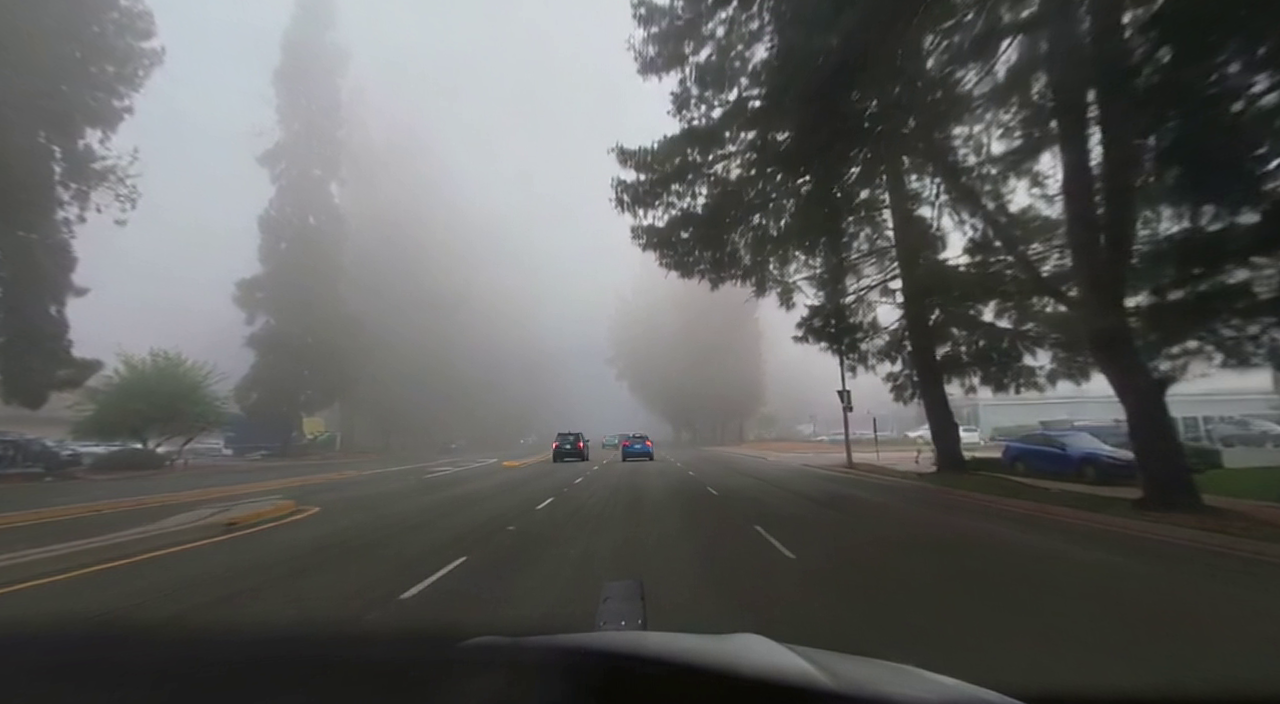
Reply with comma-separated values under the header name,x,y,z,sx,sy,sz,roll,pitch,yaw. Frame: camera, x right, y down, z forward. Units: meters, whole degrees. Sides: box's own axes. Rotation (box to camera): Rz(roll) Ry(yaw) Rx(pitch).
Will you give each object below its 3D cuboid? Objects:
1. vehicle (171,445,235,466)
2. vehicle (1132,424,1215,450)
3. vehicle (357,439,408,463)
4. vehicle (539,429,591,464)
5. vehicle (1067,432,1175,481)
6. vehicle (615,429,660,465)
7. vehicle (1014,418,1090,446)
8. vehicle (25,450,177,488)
name,x,y,z,sx,sy,sz,roll,pitch,yaw
vehicle,-34.100,8.082,49.015,3.654,1.375,1.779,-1,-6,0
vehicle,35.018,5.597,41.352,1.903,1.630,3.895,0,-8,-1
vehicle,-19.452,7.502,47.616,1.946,1.725,4.508,0,-8,-1
vehicle,-3.792,4.881,32.560,2.113,1.713,4.422,0,-8,1
vehicle,14.826,3.164,19.285,3.703,1.353,1.993,8,-11,-43
vehicle,-0.107,4.670,30.890,2.042,1.641,4.187,0,-8,0
vehicle,31.515,6.130,48.084,4.175,2.084,2.155,0,-9,1
vehicle,-23.023,4.950,26.972,2.026,1.425,4.595,-7,-11,41
